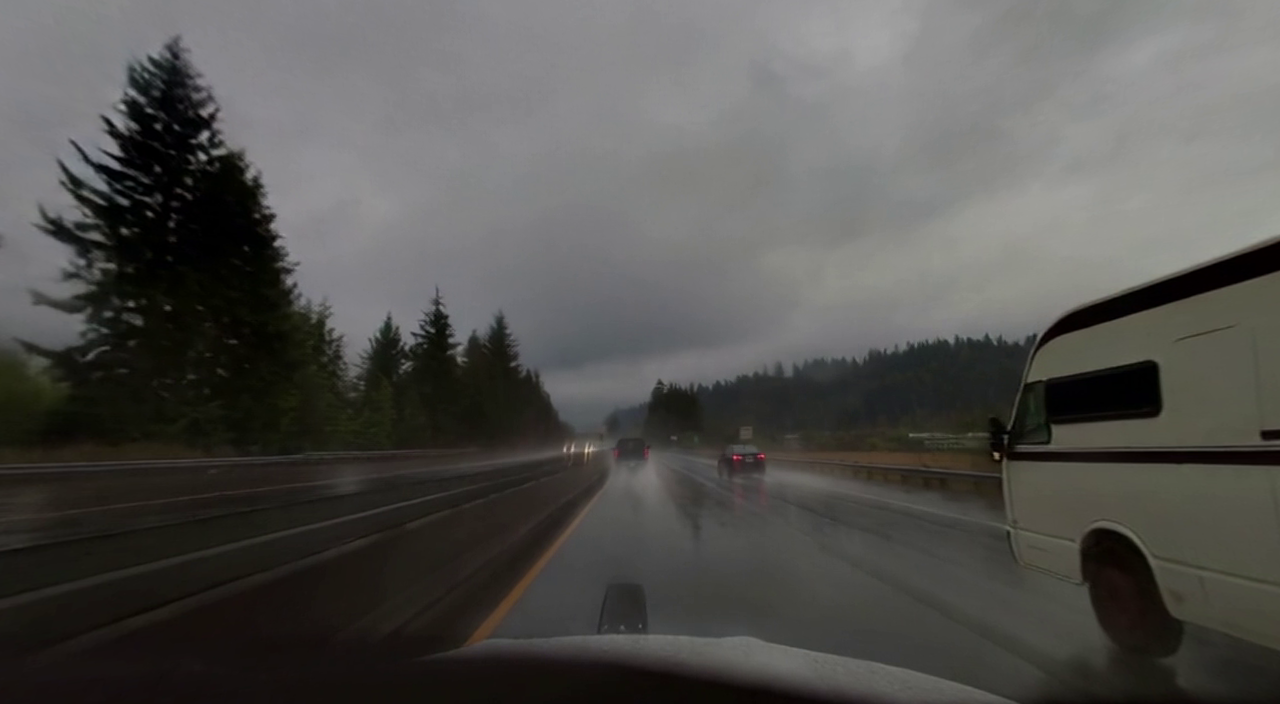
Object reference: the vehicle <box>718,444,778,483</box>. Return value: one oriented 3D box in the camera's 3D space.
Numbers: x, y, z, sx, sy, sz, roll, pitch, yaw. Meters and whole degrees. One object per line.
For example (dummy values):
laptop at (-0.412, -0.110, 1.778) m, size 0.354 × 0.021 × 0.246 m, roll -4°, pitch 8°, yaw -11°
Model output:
vehicle at (4.253, 4.453, 25.375) m, size 1.757 × 1.459 × 3.398 m, roll 0°, pitch -9°, yaw -1°

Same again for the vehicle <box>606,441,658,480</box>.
vehicle at (-0.340, 4.805, 28.132) m, size 2.120 × 1.575 × 4.018 m, roll 0°, pitch -9°, yaw 0°

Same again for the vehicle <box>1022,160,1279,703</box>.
vehicle at (4.674, 0.206, 1.736) m, size 2.745 × 2.832 × 7.035 m, roll 0°, pitch -9°, yaw 0°
